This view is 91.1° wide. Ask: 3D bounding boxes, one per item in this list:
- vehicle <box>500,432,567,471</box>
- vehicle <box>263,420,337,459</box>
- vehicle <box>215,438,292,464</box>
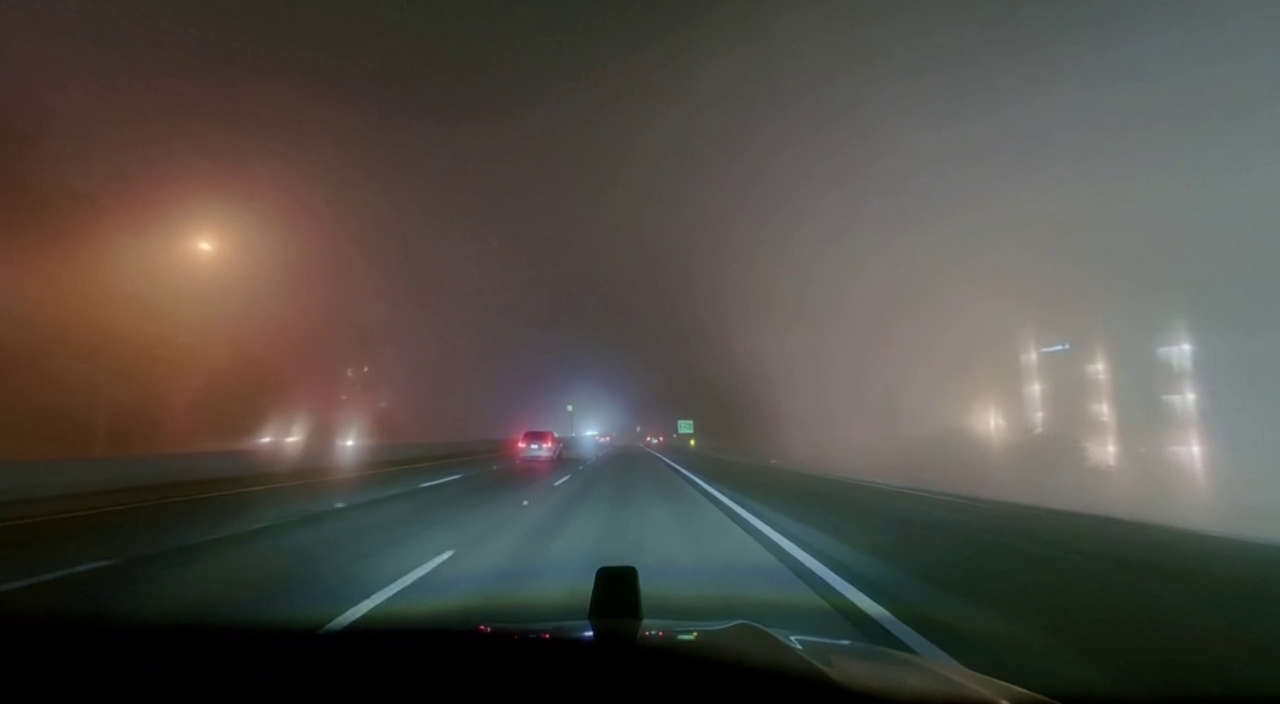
[{"bbox_3d":[-4.351,4.141,26.435,1.996,1.490,4.571,0,-8,0],"label":"vehicle"},{"bbox_3d":[-25.095,6.500,46.725,2.452,2.744,5.443,0,-8,-1],"label":"vehicle"},{"bbox_3d":[-24.939,6.399,40.769,1.863,1.561,4.871,0,-8,0],"label":"vehicle"}]
